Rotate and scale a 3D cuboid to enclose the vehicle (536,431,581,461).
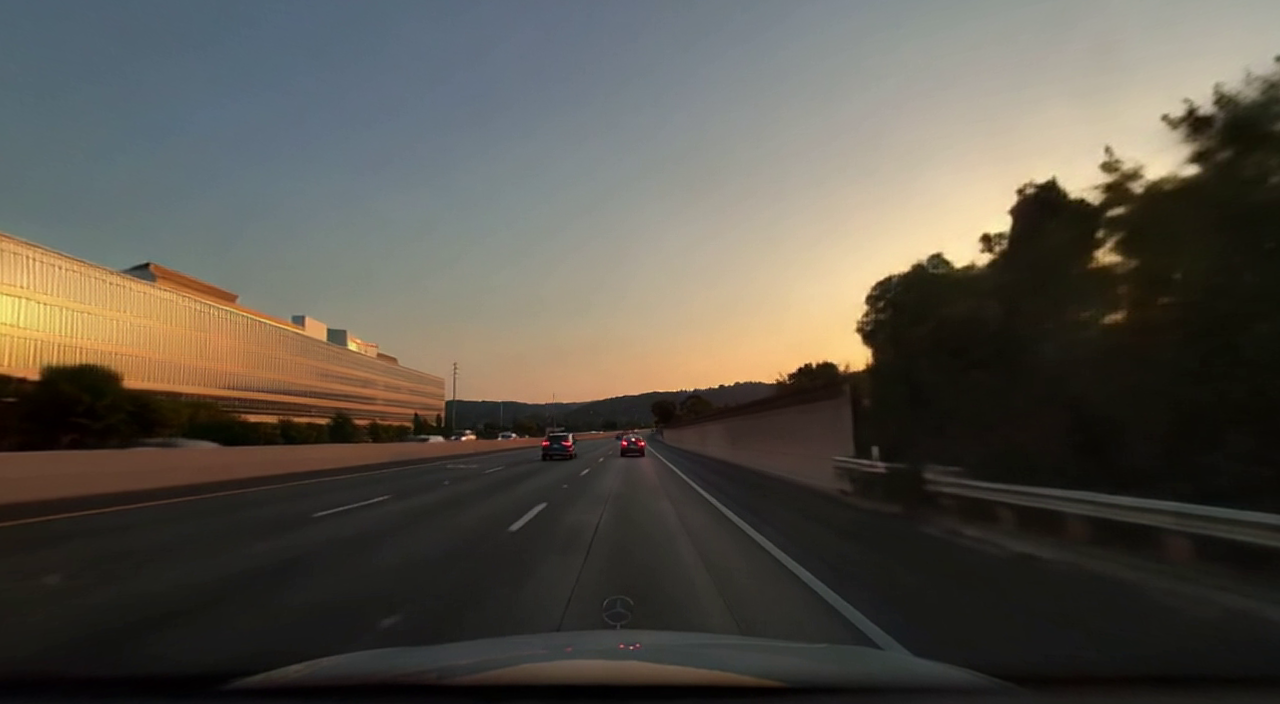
[{"bbox_3d":[-4.669,5.458,36.543,2.036,1.612,4.510,0,-8,0],"label":"vehicle"}]
